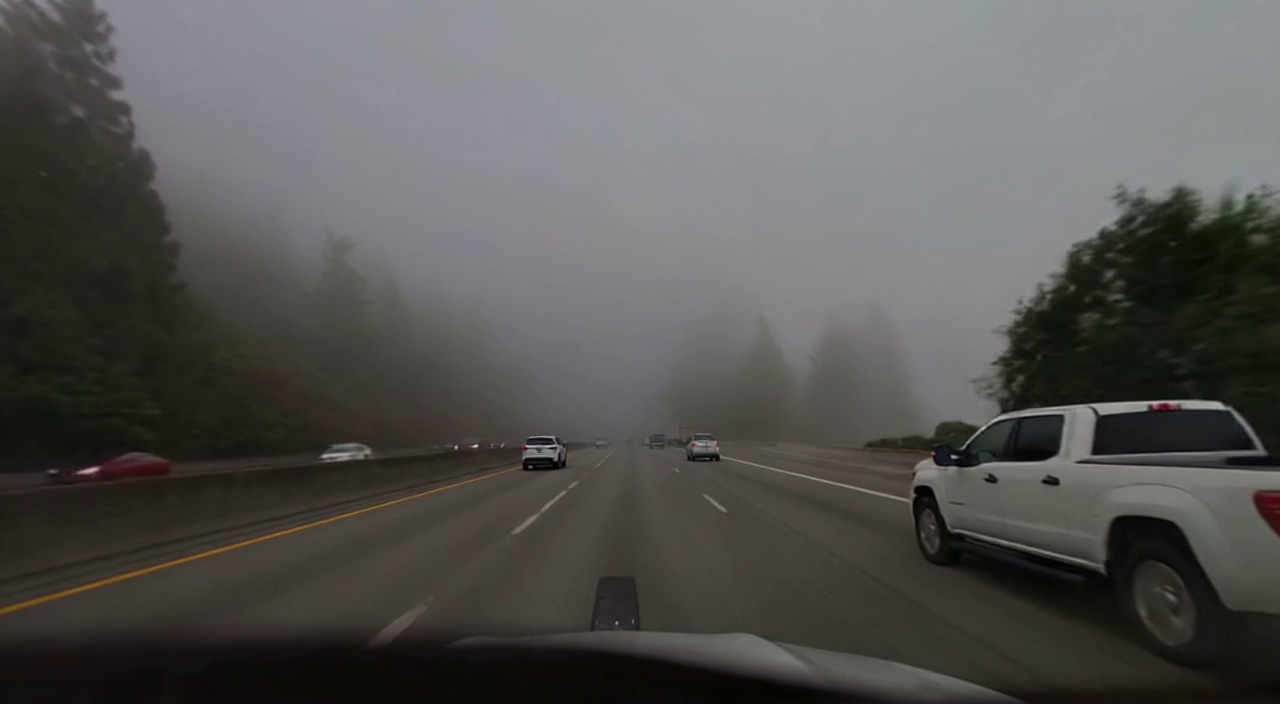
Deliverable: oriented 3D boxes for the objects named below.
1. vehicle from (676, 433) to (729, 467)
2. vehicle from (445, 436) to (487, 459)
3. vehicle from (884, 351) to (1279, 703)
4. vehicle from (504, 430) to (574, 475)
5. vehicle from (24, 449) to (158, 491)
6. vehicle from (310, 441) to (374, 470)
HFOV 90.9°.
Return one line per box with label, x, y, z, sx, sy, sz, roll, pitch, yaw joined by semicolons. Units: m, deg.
vehicle;2.936;4.694;30.453;1.990;1.480;3.865;0;-8;-2
vehicle;-12.834;7.050;46.729;1.906;1.562;4.429;0;-8;-1
vehicle;3.629;1.048;4.287;1.949;1.639;4.748;0;-8;-1
vehicle;-3.893;3.960;25.175;2.011;1.614;4.808;0;-8;0
vehicle;-21.825;4.665;25.306;1.818;1.454;3.887;0;-8;1
vehicle;-15.840;5.511;33.695;1.754;1.423;3.480;0;-8;-1
